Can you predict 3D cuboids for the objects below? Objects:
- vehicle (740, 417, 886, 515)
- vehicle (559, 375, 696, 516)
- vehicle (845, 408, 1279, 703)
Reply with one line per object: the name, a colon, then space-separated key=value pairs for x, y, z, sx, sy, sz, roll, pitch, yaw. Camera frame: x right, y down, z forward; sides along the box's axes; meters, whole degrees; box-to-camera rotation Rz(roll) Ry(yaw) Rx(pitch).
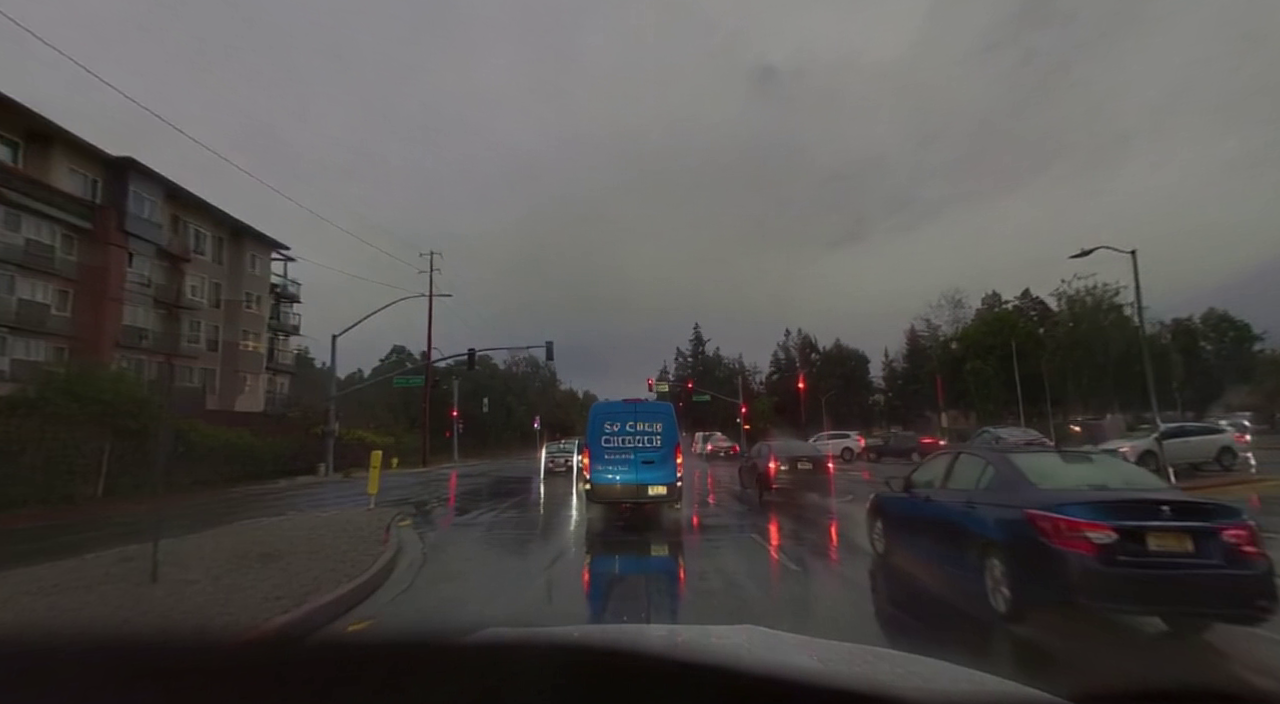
vehicle: x=3.509 y=2.403 z=13.717 sx=1.965 sy=1.771 sz=4.295 roll=0 pitch=-8 yaw=1
vehicle: x=-0.114 y=2.023 z=13.761 sx=2.422 sy=2.488 sz=4.992 roll=0 pitch=-8 yaw=3
vehicle: x=3.495 y=1.362 z=5.455 sx=1.951 sy=1.483 sz=4.582 roll=0 pitch=-8 yaw=1
